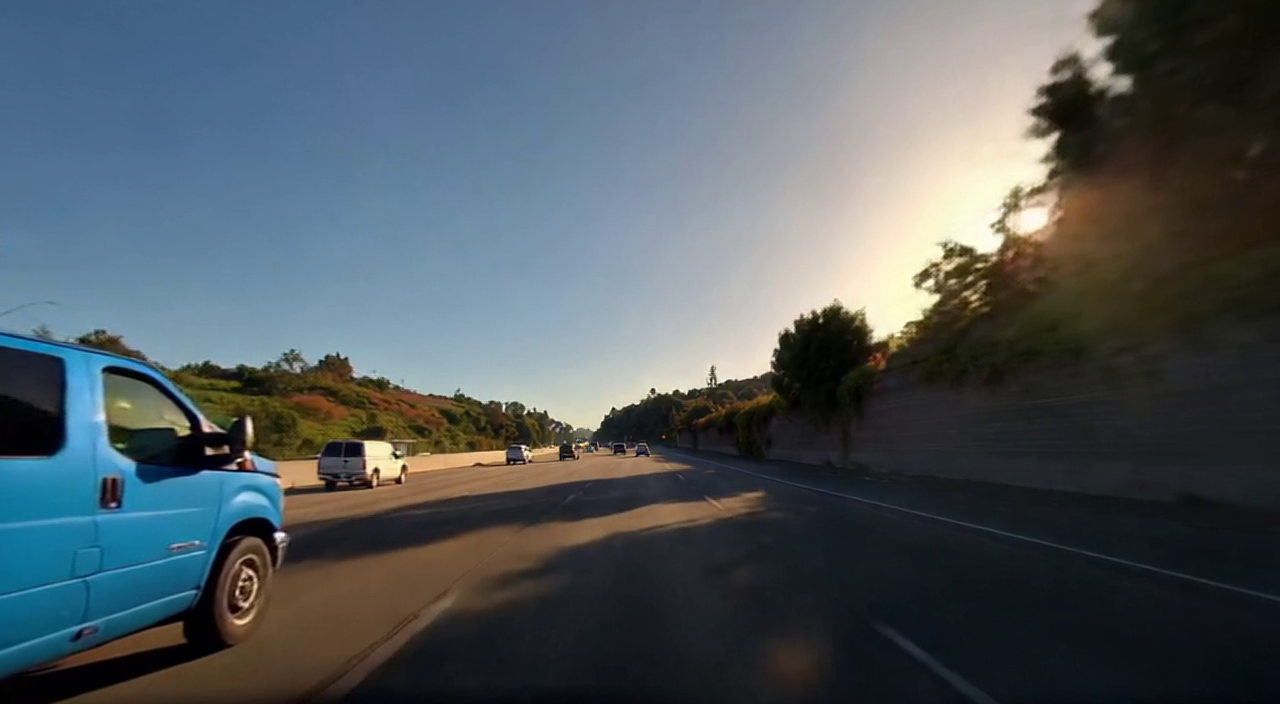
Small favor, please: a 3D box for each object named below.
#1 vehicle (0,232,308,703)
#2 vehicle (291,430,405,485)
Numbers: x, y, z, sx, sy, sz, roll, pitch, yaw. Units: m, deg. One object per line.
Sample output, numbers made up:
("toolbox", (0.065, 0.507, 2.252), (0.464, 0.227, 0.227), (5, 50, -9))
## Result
("vehicle", (-3.473, 0.468, 1.004), (2.483, 2.100, 6.208), (0, -8, 0))
("vehicle", (-10.994, 4.017, 24.303), (2.012, 1.875, 4.895), (0, -8, 0))
